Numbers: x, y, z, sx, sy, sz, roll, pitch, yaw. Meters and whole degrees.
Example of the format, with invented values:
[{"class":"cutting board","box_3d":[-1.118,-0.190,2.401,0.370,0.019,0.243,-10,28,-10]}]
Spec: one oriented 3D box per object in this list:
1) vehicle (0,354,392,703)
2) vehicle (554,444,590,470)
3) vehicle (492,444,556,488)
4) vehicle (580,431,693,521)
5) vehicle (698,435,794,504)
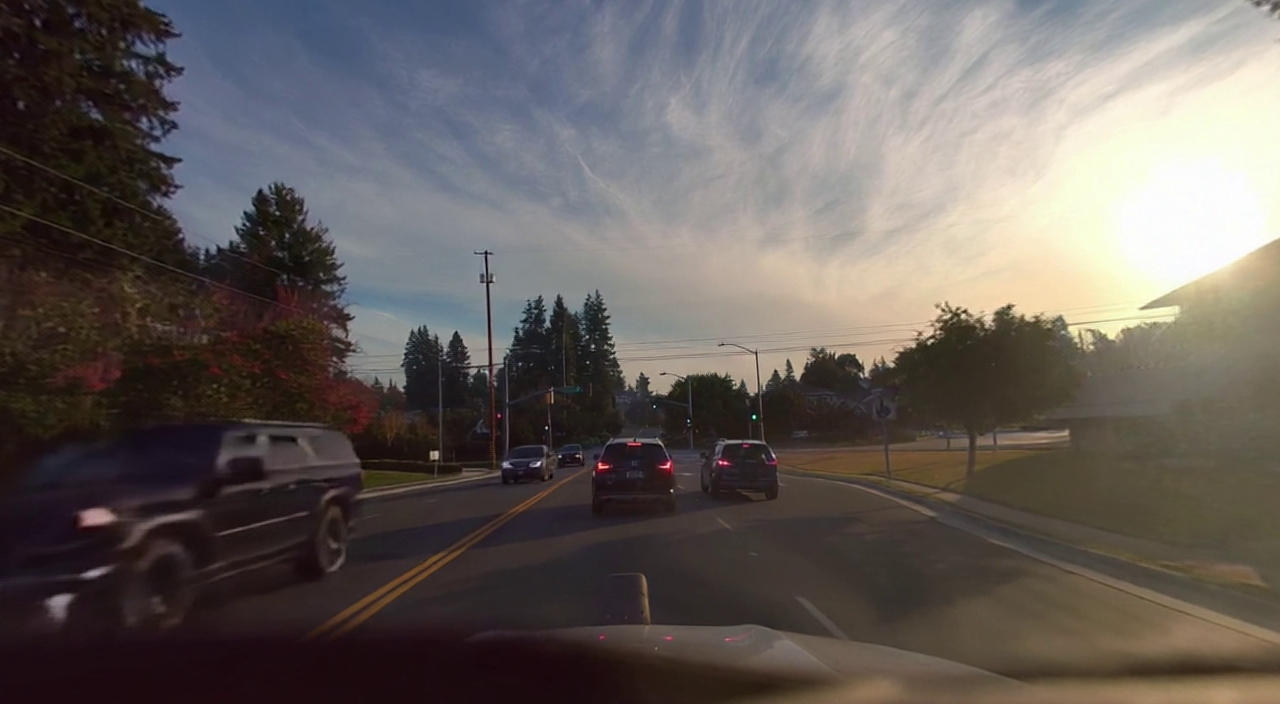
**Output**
[{"class":"vehicle","box_3d":[-4.519,1.380,6.009,2.138,1.938,5.584,0,-8,-1]},{"class":"vehicle","box_3d":[-5.224,8.158,49.245,2.197,1.882,4.973,0,-8,0]},{"class":"vehicle","box_3d":[-4.916,4.837,27.216,2.063,1.727,3.923,0,-8,-1]},{"class":"vehicle","box_3d":[-0.113,2.676,14.164,2.151,1.695,4.100,0,-8,-1]},{"class":"vehicle","box_3d":[2.918,3.340,18.386,1.967,1.756,4.281,0,-8,-1]}]
